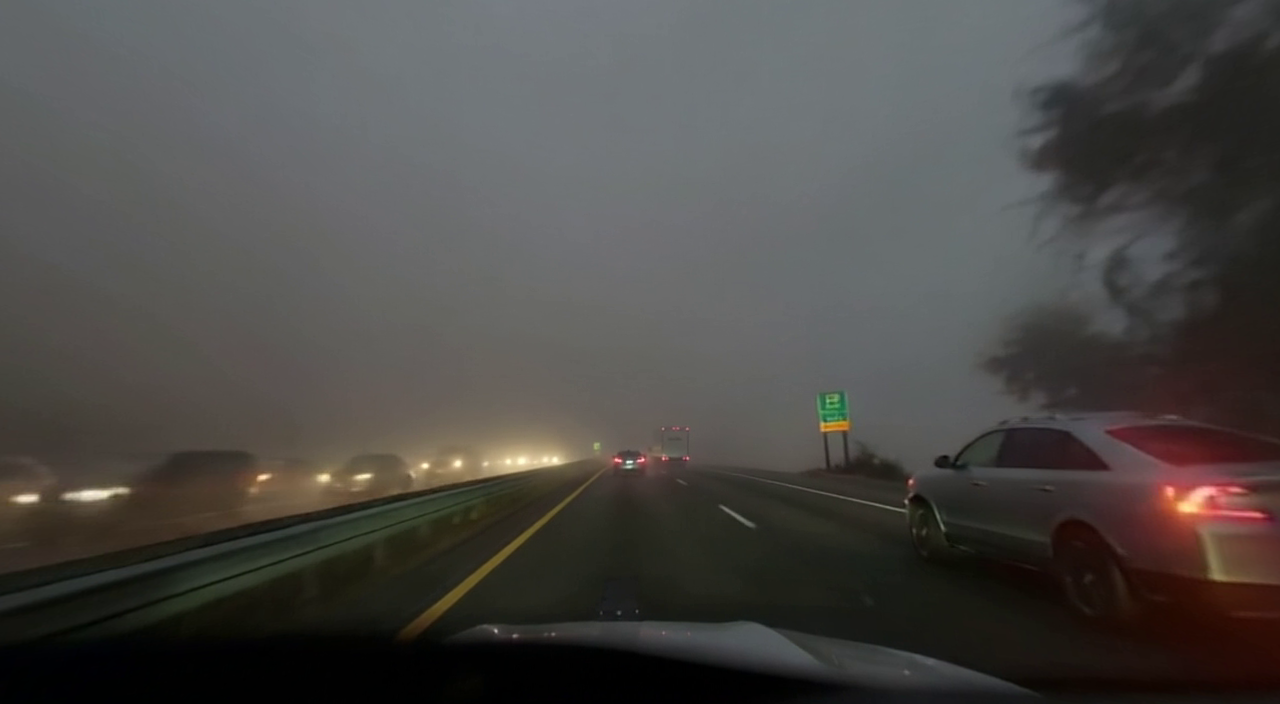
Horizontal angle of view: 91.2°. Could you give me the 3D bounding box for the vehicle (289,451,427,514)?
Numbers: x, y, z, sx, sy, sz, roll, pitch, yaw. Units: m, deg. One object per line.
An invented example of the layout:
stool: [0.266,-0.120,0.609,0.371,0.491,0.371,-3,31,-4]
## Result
vehicle: [-7.717,3.582,17.703,1.909,1.523,4.359,0,-9,-1]

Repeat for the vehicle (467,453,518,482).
vehicle: [-8.139,6.376,34.961,1.917,1.483,4.289,0,-9,-1]

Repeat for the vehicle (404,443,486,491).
vehicle: [-7.948,4.731,26.031,2.019,1.809,4.361,0,-9,-1]

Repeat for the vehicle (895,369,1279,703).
vehicle: [4.046,1.244,5.092,2.077,1.673,4.267,0,-9,-1]

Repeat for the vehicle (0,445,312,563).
vehicle: [-7.959,2.473,11.004,1.961,1.611,4.479,0,-9,0]

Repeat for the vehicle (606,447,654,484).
vehicle: [-0.456,5.005,27.925,1.971,1.518,4.108,0,-9,-1]
